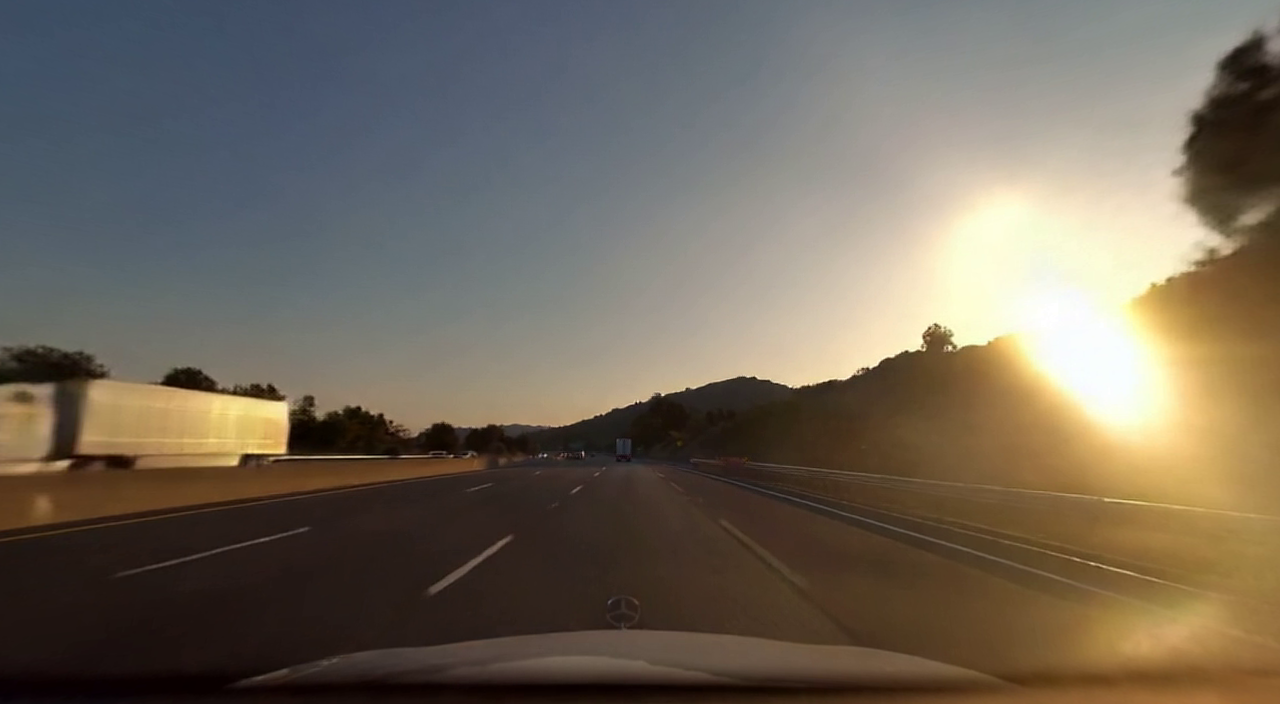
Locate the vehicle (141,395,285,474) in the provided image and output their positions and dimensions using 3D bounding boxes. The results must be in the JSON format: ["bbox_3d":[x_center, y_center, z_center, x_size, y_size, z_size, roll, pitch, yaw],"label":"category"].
[{"bbox_3d":[-23.984,4.807,36.126,2.878,4.017,7.641,0,-9,-2],"label":"vehicle"}]

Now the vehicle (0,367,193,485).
[{"bbox_3d":[-23.647,3.219,26.064,2.962,4.021,10.168,0,-9,-1],"label":"vehicle"}]
